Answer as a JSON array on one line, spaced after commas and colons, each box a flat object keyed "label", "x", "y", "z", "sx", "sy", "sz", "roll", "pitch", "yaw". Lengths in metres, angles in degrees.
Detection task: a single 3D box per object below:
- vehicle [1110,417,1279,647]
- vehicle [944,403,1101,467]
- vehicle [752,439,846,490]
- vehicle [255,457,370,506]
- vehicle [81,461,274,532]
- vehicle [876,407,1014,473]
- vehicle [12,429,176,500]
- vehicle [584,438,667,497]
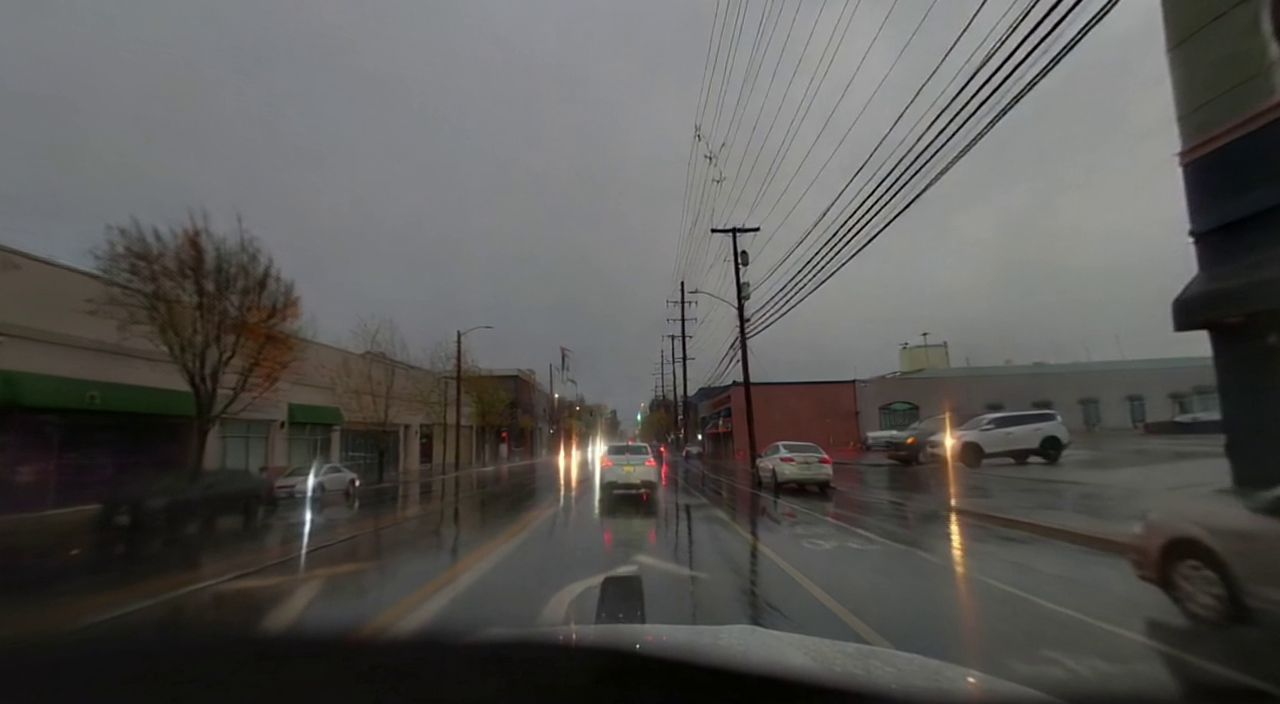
[{"label": "vehicle", "x": 5.100, "y": 1.004, "z": 3.076, "sx": 1.987, "sy": 1.459, "sz": 4.677, "roll": 0, "pitch": -8, "yaw": 0}, {"label": "vehicle", "x": 14.193, "y": 3.174, "z": 24.004, "sx": 2.418, "sy": 2.139, "sz": 5.365, "roll": 0, "pitch": -8, "yaw": -2}, {"label": "vehicle", "x": 5.207, "y": 3.735, "z": 21.352, "sx": 1.937, "sy": 1.523, "sz": 4.541, "roll": 0, "pitch": -8, "yaw": -1}, {"label": "vehicle", "x": -11.525, "y": 4.545, "z": 22.617, "sx": 1.817, "sy": 1.480, "sz": 4.282, "roll": 0, "pitch": -8, "yaw": 0}, {"label": "vehicle", "x": -11.706, "y": 3.630, "z": 16.458, "sx": 1.828, "sy": 1.457, "sz": 4.371, "roll": 0, "pitch": -8, "yaw": -2}, {"label": "vehicle", "x": 11.205, "y": 3.323, "z": 23.890, "sx": 2.329, "sy": 2.145, "sz": 5.841, "roll": 0, "pitch": -8, "yaw": 1}, {"label": "vehicle", "x": -29.639, "y": 6.111, "z": 34.839, "sx": 2.665, "sy": 3.441, "sz": 7.025, "roll": -1, "pitch": -9, "yaw": 0}, {"label": "vehicle", "x": -0.391, "y": 3.265, "z": 18.280, "sx": 2.116, "sy": 1.479, "sz": 3.980, "roll": 0, "pitch": -8, "yaw": -1}]
